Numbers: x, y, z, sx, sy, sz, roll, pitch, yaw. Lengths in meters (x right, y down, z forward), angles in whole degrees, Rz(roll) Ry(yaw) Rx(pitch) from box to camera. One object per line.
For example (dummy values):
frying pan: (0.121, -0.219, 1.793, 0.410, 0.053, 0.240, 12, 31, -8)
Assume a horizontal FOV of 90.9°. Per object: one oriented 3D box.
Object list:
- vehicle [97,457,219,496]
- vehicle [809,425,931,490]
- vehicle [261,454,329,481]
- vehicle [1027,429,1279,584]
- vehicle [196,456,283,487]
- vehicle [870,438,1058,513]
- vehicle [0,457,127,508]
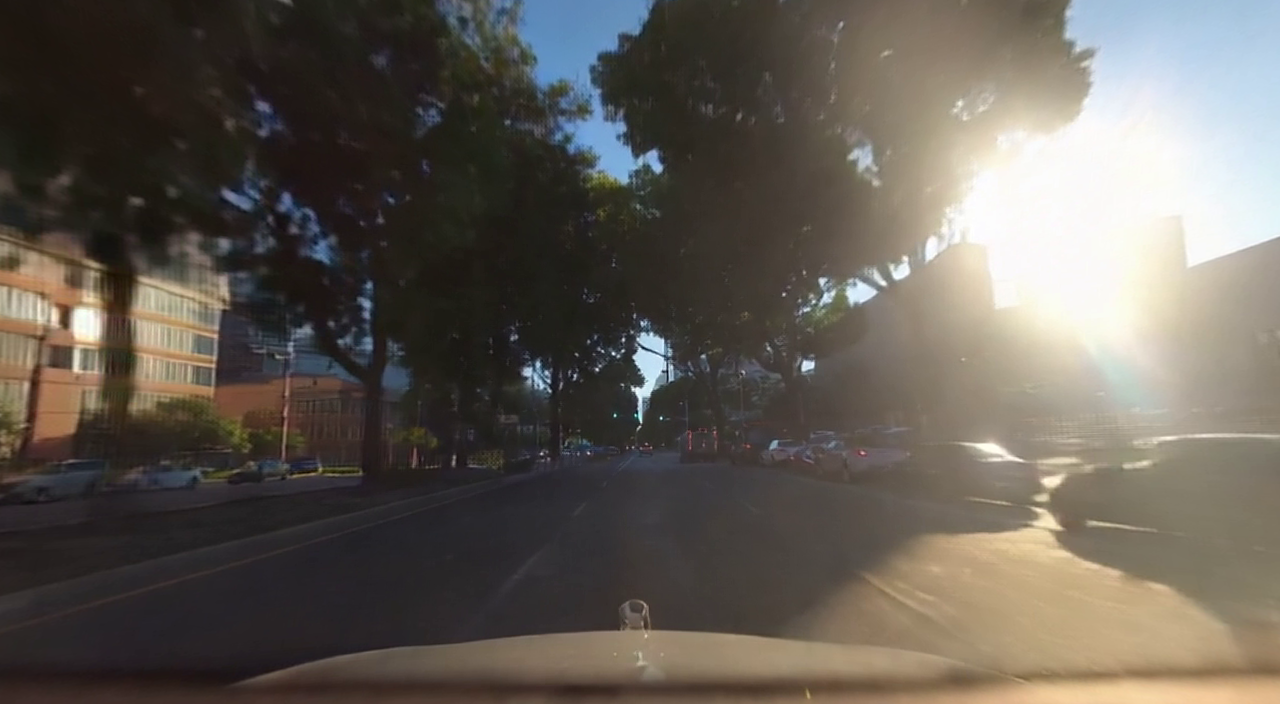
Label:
vehicle: (-22.066, 5.689, 29.165, 1.909, 1.495, 4.786, -1, -8, -1)
vehicle: (7.272, 3.402, 20.582, 2.200, 1.860, 4.511, 0, -8, -1)
vehicle: (-21.927, 7.359, 40.323, 1.922, 1.545, 4.178, -1, -8, 1)
vehicle: (7.252, 1.684, 7.440, 2.196, 1.471, 4.999, 0, -8, 0)
vehicle: (-22.060, 6.570, 34.980, 1.821, 1.496, 4.724, -1, -8, -1)
vehicle: (7.250, 2.788, 14.818, 1.850, 1.448, 4.844, 0, -8, 0)
vehicle: (-22.174, 4.793, 23.633, 1.968, 1.615, 4.591, 0, -8, 0)
